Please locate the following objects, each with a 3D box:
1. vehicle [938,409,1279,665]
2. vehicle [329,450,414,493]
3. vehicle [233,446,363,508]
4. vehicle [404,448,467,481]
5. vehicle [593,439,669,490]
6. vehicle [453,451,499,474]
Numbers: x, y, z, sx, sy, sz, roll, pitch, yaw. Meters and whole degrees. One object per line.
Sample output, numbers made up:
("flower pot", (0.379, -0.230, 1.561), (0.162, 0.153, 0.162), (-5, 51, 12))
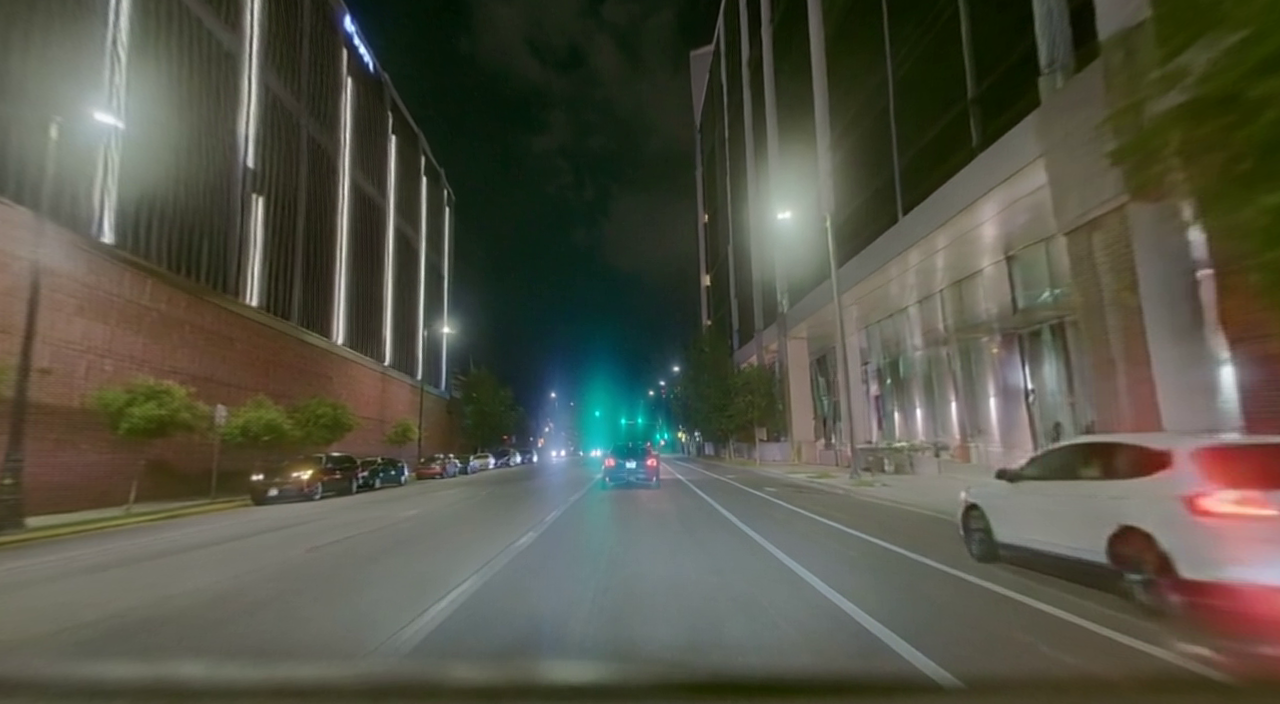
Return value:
("vehicle", (4.960, 1.458, 5.963), (2.075, 1.584, 4.201), (0, -9, -2))
("vehicle", (-11.806, 5.236, 28.103), (1.881, 1.686, 4.451), (0, -8, -1))
("vehicle", (-11.936, 4.336, 22.515), (2.114, 1.938, 4.590), (0, -8, -1))
("vehicle", (-11.893, 6.540, 37.104), (2.077, 1.732, 4.704), (0, -8, 1))
("vehicle", (-0.253, 3.627, 20.760), (2.269, 1.479, 3.980), (0, -8, 0))
("vehicle", (-11.642, 7.873, 45.243), (1.991, 1.507, 4.879), (0, -8, 0))
